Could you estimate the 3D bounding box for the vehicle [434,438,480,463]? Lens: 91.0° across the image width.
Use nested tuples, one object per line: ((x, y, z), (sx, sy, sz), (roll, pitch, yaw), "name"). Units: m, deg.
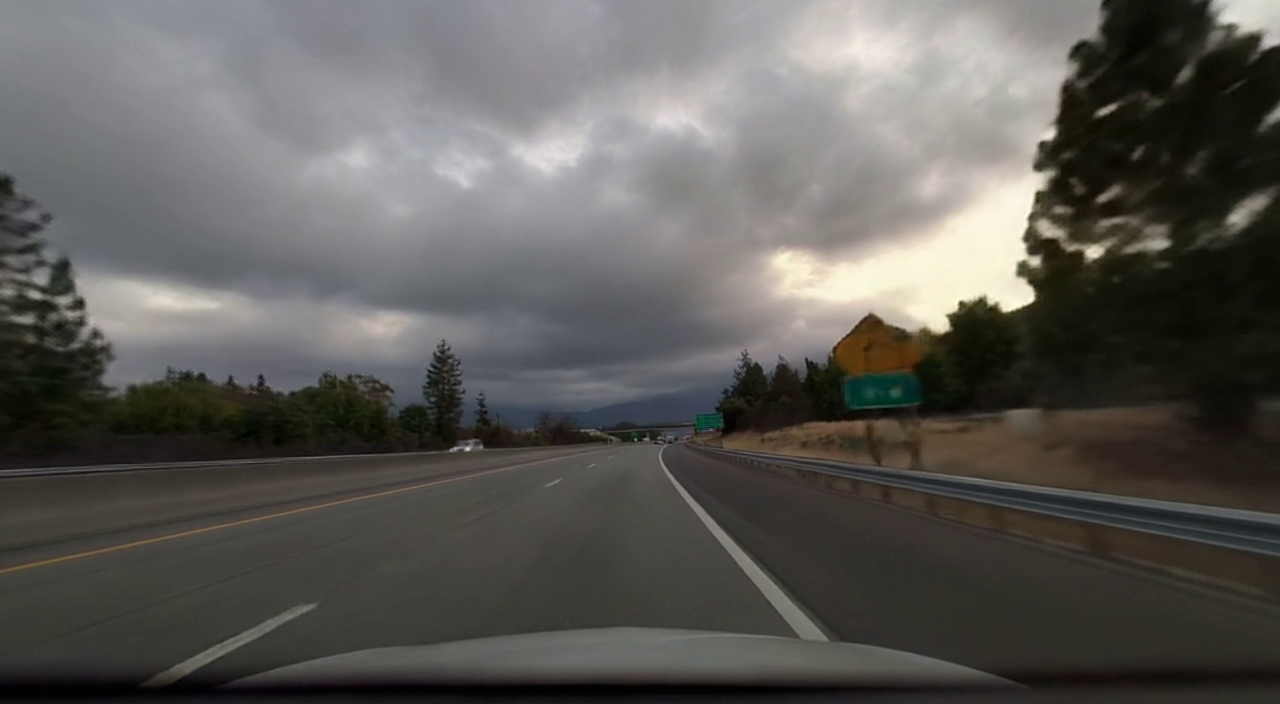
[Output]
((-13.931, 7.527, 48.187), (2.097, 1.750, 4.773), (0, -8, 0), "vehicle")
